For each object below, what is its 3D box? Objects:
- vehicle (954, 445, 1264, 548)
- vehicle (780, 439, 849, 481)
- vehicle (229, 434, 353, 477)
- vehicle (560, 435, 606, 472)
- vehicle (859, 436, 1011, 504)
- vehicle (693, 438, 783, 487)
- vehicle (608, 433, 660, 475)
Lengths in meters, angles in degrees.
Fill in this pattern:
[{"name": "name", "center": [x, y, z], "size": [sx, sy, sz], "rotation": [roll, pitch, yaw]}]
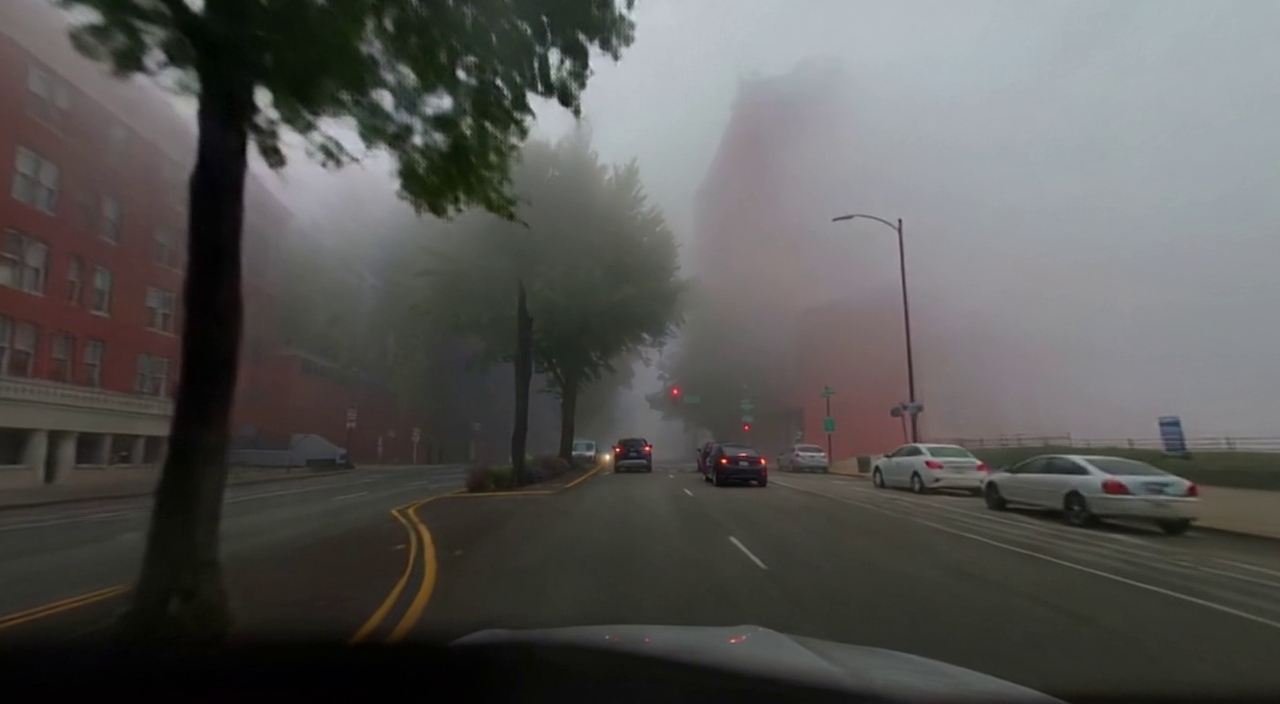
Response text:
[{"name": "vehicle", "center": [8.192, 2.507, 11.830], "size": [2.054, 1.455, 4.786], "rotation": [0, -8, -1]}, {"name": "vehicle", "center": [8.053, 4.979, 29.629], "size": [1.959, 1.719, 4.538], "rotation": [1, -7, 0]}, {"name": "vehicle", "center": [-23.604, 7.011, 43.028], "size": [6.679, 2.794, 2.850], "rotation": [0, -9, 2]}, {"name": "vehicle", "center": [-2.973, 5.413, 33.742], "size": [2.297, 1.812, 4.244], "rotation": [0, -8, -3]}, {"name": "vehicle", "center": [8.116, 3.232, 17.969], "size": [1.963, 1.649, 4.562], "rotation": [1, -8, -2]}, {"name": "vehicle", "center": [3.257, 3.796, 22.133], "size": [2.238, 1.499, 4.964], "rotation": [0, -8, -2]}, {"name": "vehicle", "center": [-0.251, 4.873, 30.419], "size": [2.329, 1.842, 4.537], "rotation": [0, -8, 0]}]
